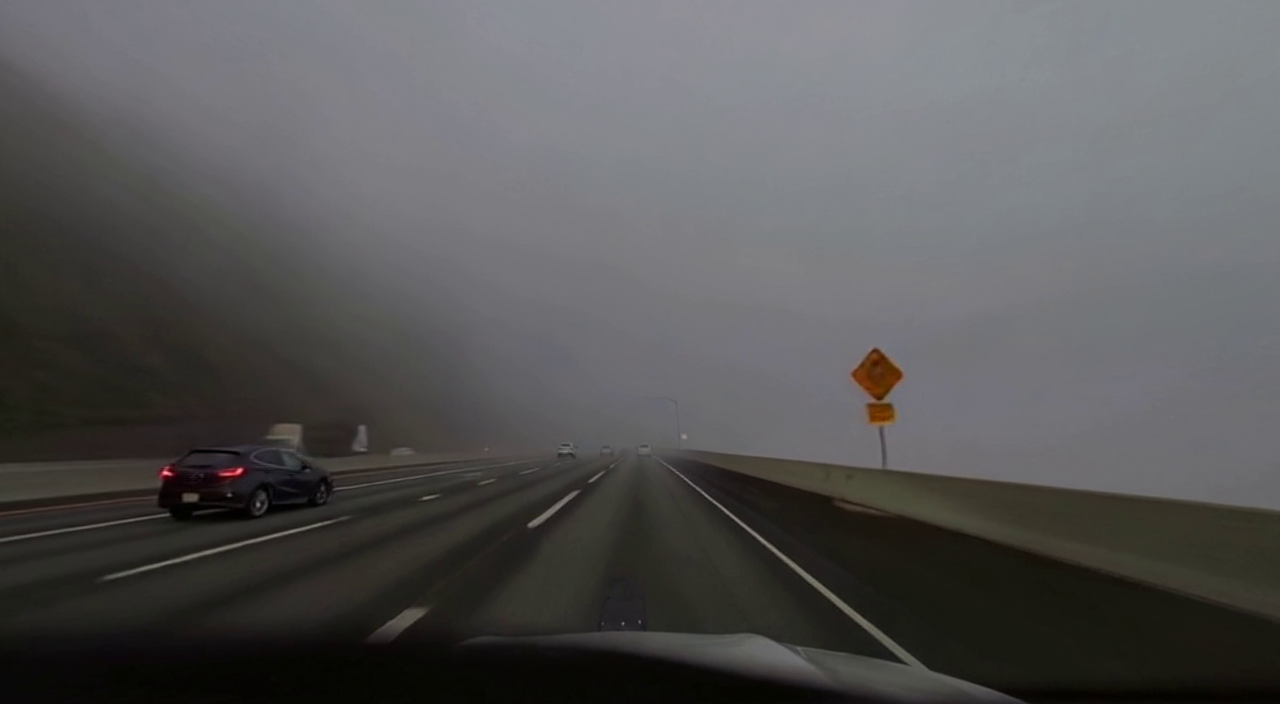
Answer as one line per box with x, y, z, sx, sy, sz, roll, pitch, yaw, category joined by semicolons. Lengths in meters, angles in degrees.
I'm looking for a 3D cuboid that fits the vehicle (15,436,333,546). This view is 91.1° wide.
-7.480;2.230;10.878;1.949;1.465;4.563;0;-8;1;vehicle
